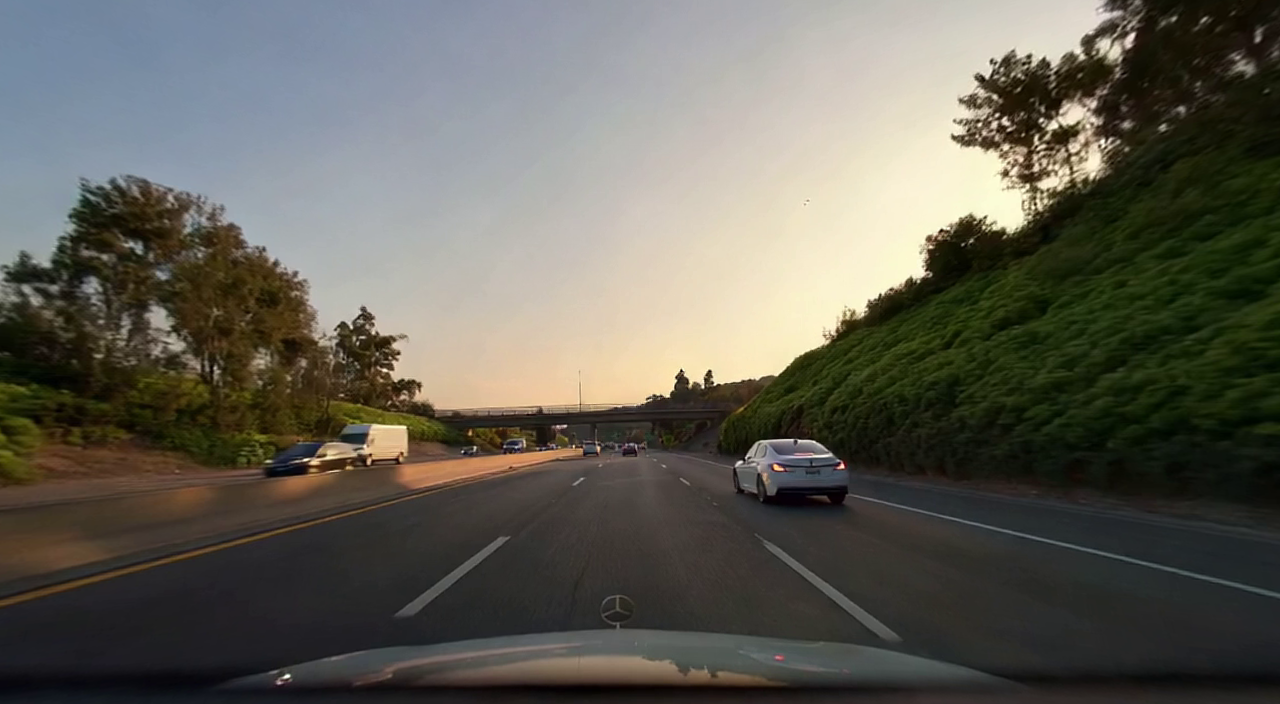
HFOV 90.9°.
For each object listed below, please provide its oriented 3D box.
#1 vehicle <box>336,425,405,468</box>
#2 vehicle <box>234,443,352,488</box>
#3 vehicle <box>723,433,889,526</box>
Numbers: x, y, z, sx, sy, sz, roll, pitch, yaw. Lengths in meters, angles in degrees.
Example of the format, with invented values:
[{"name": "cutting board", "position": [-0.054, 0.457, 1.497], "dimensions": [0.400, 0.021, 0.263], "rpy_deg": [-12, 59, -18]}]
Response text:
[{"name": "vehicle", "position": [-16.782, 5.882, 39.637], "dimensions": [2.100, 2.508, 5.044], "rpy_deg": [0, -8, -1]}, {"name": "vehicle", "position": [-12.409, 4.062, 22.933], "dimensions": [1.844, 1.418, 4.275], "rpy_deg": [0, -8, 0]}, {"name": "vehicle", "position": [3.021, 2.392, 12.558], "dimensions": [2.079, 1.515, 4.196], "rpy_deg": [0, -8, -1]}]
